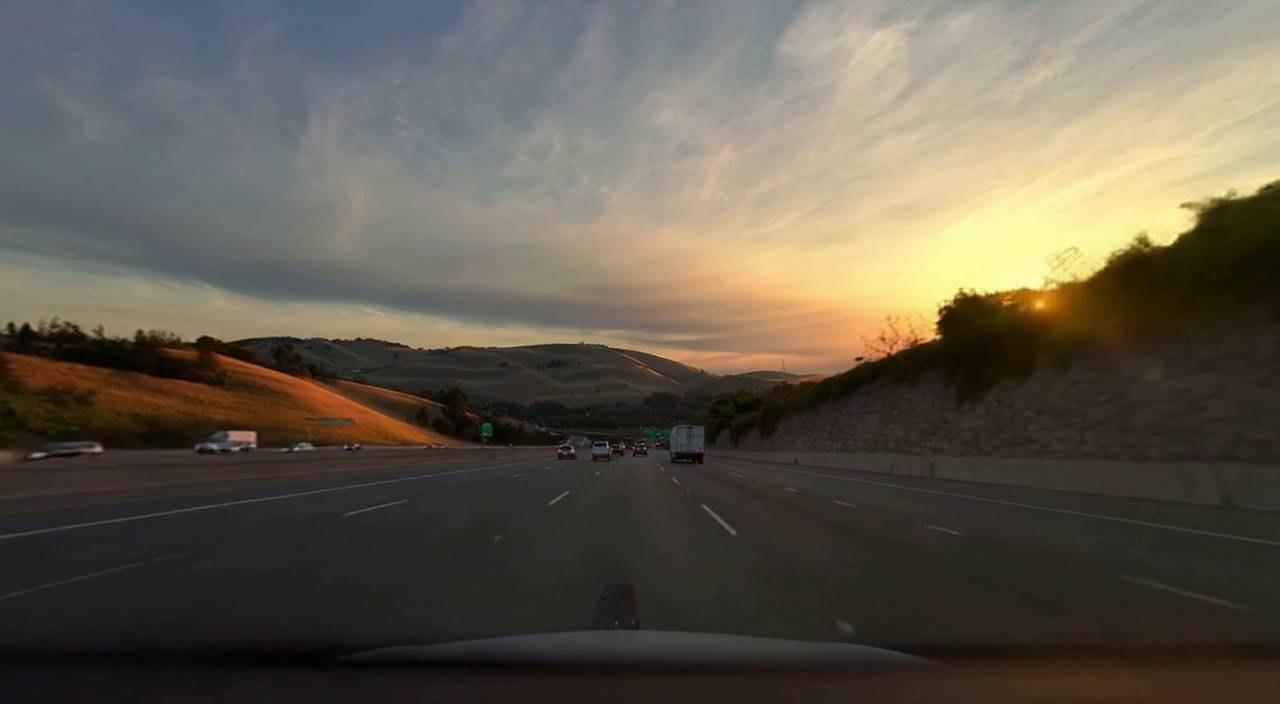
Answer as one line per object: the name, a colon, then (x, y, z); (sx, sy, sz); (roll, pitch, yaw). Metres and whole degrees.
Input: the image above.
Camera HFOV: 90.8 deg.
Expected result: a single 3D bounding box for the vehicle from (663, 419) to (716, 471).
vehicle: (3.226, 6.422, 43.298); (2.795, 3.187, 7.205); (0, -9, -2)
